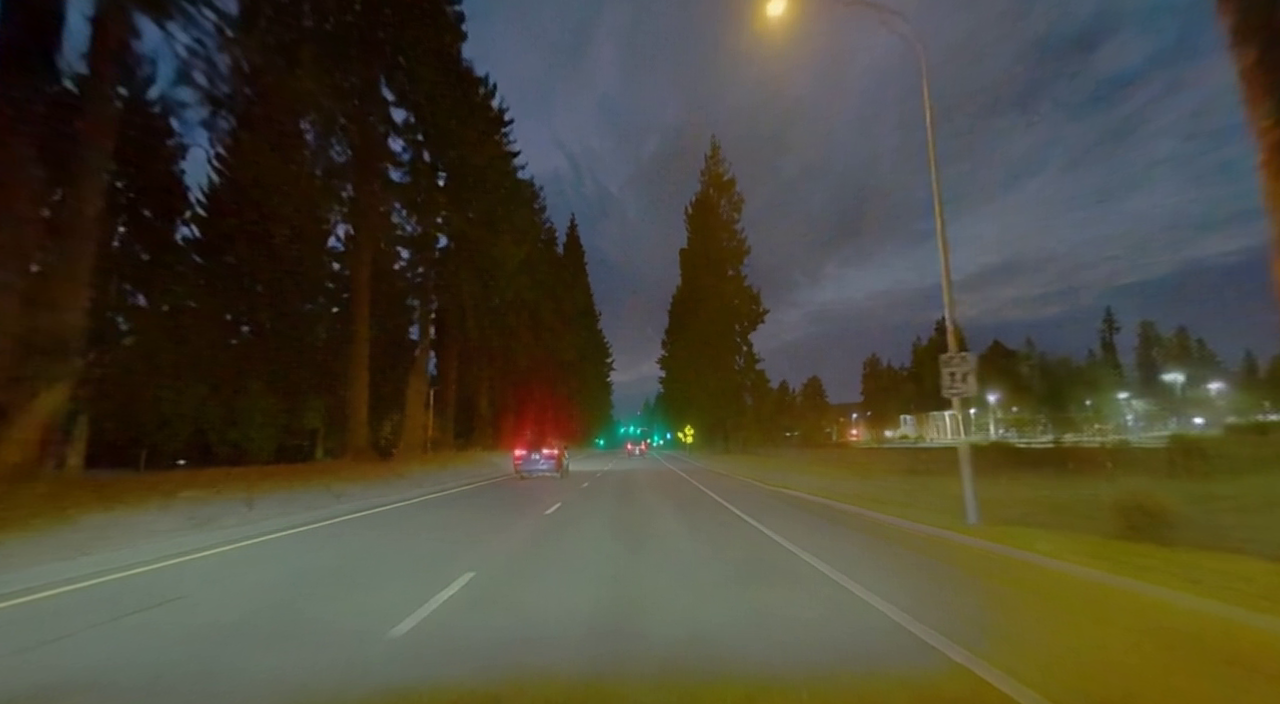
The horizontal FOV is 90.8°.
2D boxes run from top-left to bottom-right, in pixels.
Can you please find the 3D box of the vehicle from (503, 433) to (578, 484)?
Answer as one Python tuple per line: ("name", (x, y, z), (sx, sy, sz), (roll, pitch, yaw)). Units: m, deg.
("vehicle", (-3.582, 3.943, 23.692), (2.078, 1.748, 4.279), (0, -8, 0))
